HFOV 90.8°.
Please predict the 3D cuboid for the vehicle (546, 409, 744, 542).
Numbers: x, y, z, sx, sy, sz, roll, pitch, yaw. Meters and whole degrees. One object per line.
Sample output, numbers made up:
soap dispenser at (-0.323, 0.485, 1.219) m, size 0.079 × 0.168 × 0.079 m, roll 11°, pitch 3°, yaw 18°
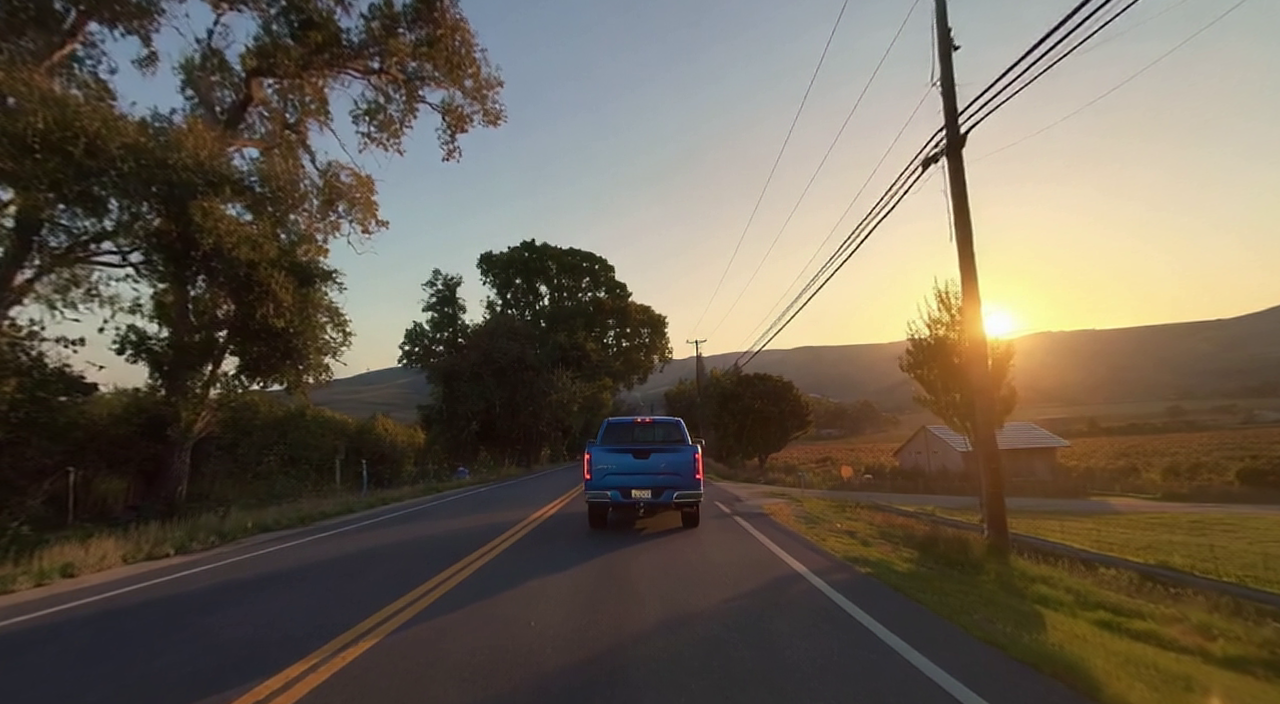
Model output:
vehicle at (0.030, 2.173, 11.889) m, size 2.774 × 1.861 × 5.885 m, roll 0°, pitch -8°, yaw -1°
